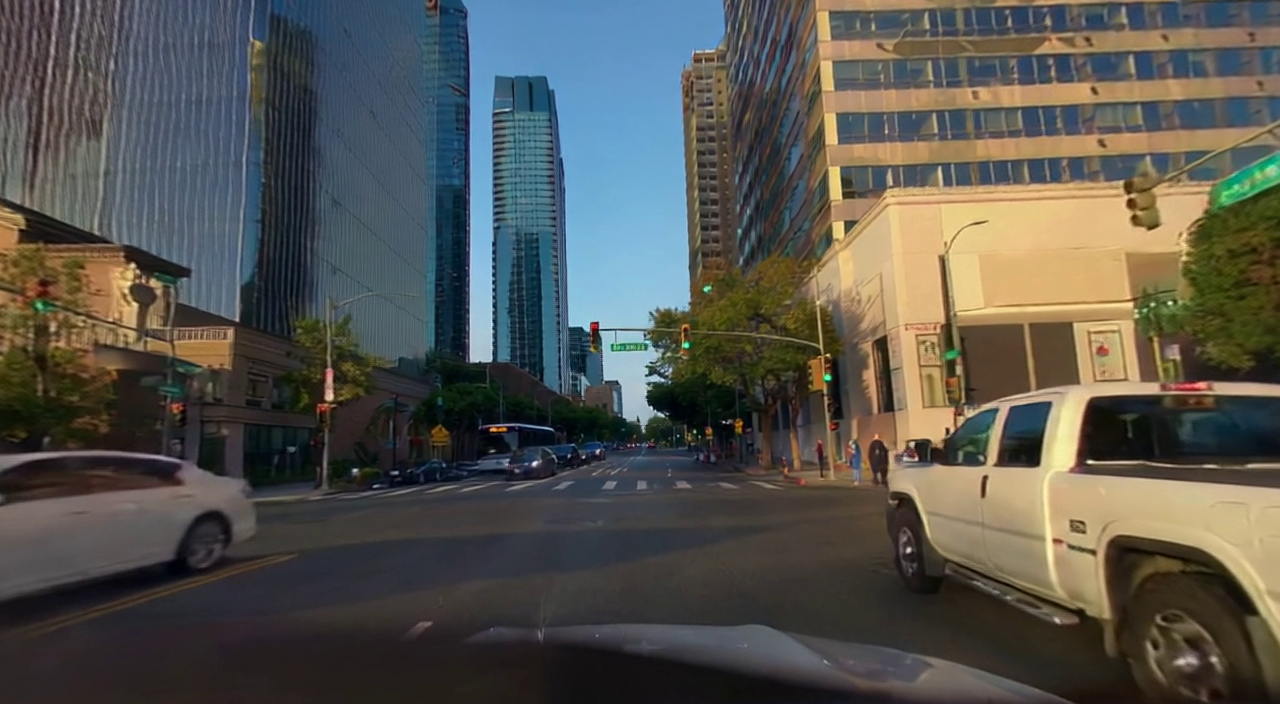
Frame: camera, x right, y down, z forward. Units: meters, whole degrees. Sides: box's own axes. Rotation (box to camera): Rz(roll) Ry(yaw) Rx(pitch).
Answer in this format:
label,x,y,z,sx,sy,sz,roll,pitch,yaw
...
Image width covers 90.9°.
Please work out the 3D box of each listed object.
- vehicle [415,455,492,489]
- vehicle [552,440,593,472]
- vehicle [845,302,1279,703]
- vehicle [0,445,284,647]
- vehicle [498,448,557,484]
label,x,y,z,sx,sy,sz,roll,pitch,yaw
vehicle,-9.379,6.044,32.181,2.003,1.489,4.656,-1,-8,8
vehicle,-4.927,7.710,46.866,2.304,2.208,5.200,0,-8,2
vehicle,3.321,1.053,4.198,2.118,1.848,5.426,0,-8,0
vehicle,-5.641,1.569,5.617,1.956,1.457,4.958,0,-8,1
vehicle,-5.472,5.579,31.208,1.997,1.610,4.144,0,-8,2
